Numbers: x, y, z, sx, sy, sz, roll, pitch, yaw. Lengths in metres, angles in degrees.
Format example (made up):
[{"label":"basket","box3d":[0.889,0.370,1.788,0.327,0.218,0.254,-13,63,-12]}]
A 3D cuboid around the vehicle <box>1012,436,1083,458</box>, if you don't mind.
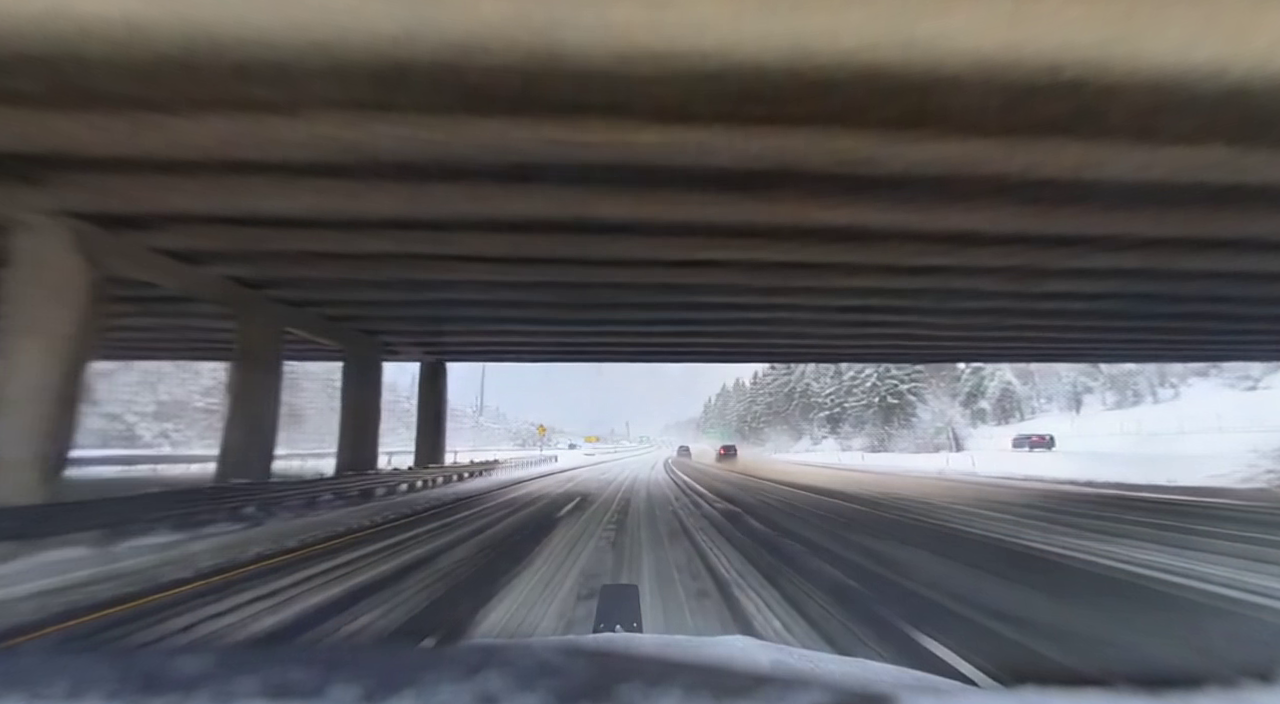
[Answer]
[{"label":"vehicle","box3d":[29.892,7.023,46.601,1.967,1.491,4.970,0,-9,1]}]
